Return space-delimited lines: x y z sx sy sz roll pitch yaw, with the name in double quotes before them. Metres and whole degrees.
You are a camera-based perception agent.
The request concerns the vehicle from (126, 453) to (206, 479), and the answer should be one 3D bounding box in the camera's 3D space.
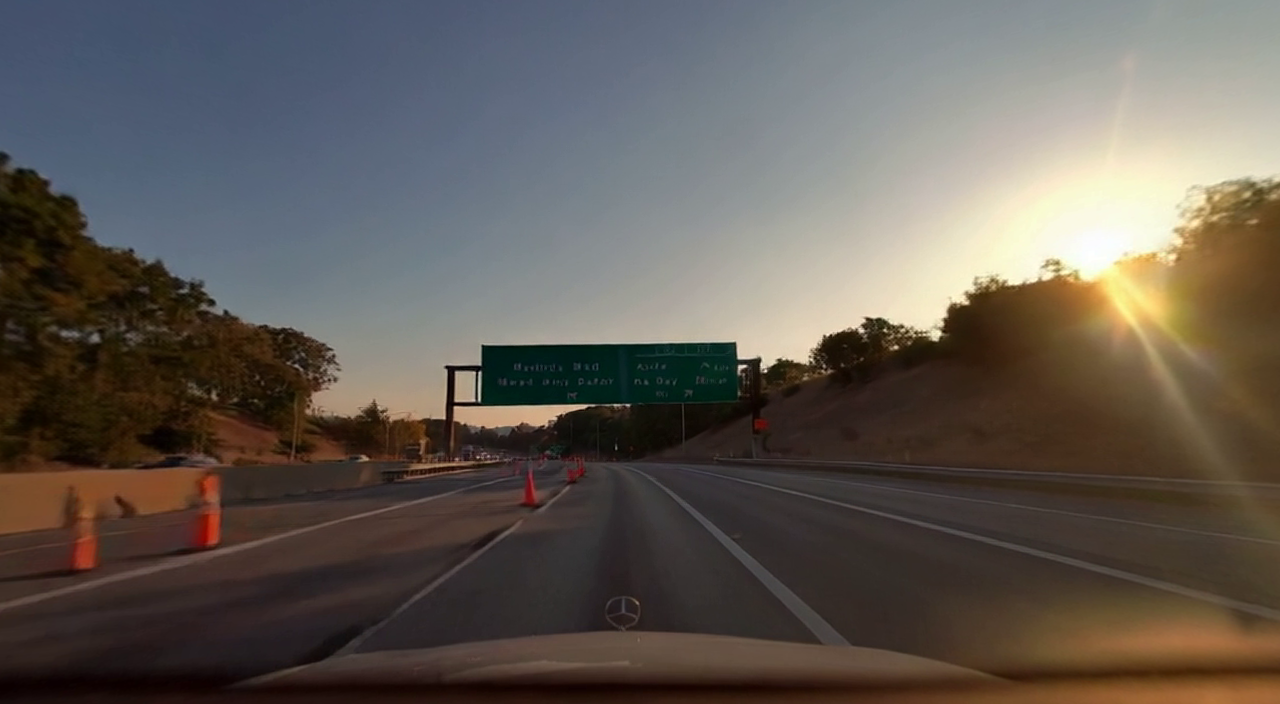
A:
"vehicle" -30.268 7.263 40.369 1.812 1.497 4.297 0 -9 -1
